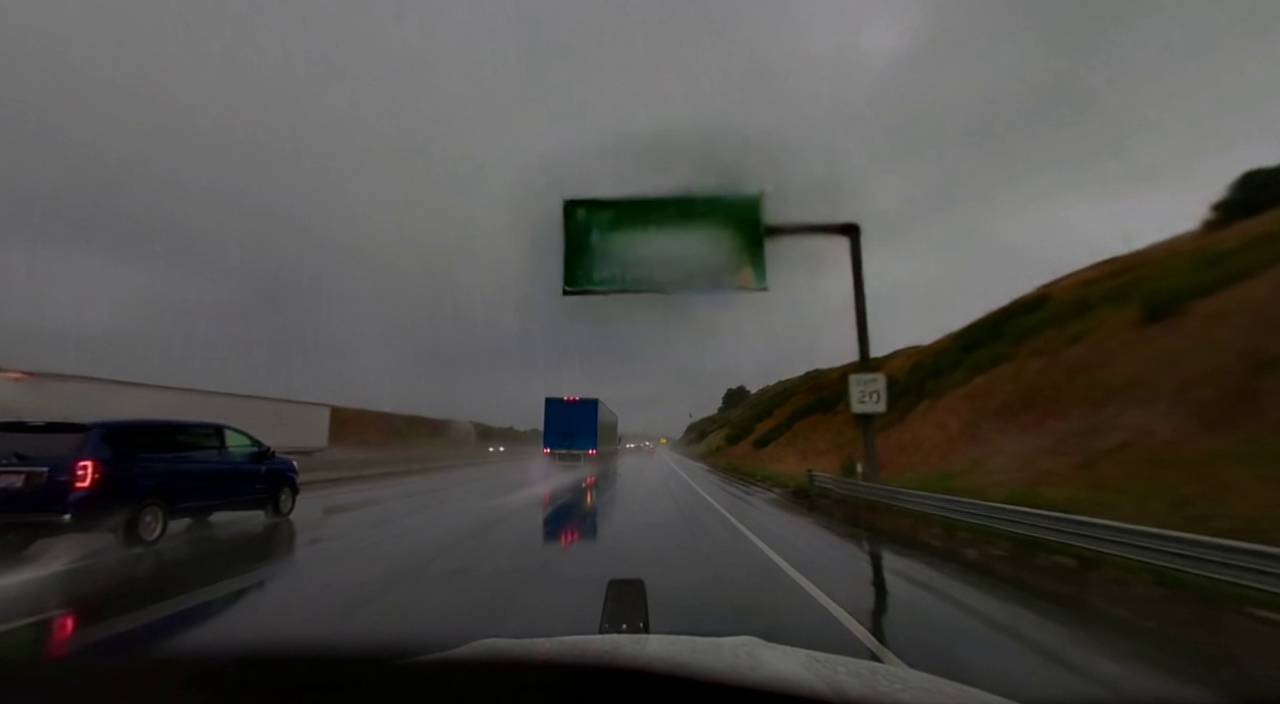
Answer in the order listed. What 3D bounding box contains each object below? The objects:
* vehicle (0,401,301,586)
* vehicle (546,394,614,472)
[{"bbox_3d":[-7.437,1.809,9.066,2.175,1.860,5.236,0,-8,0],"label":"vehicle"},{"bbox_3d":[-3.456,5.363,40.722,2.893,4.073,15.281,0,-8,0],"label":"vehicle"}]
